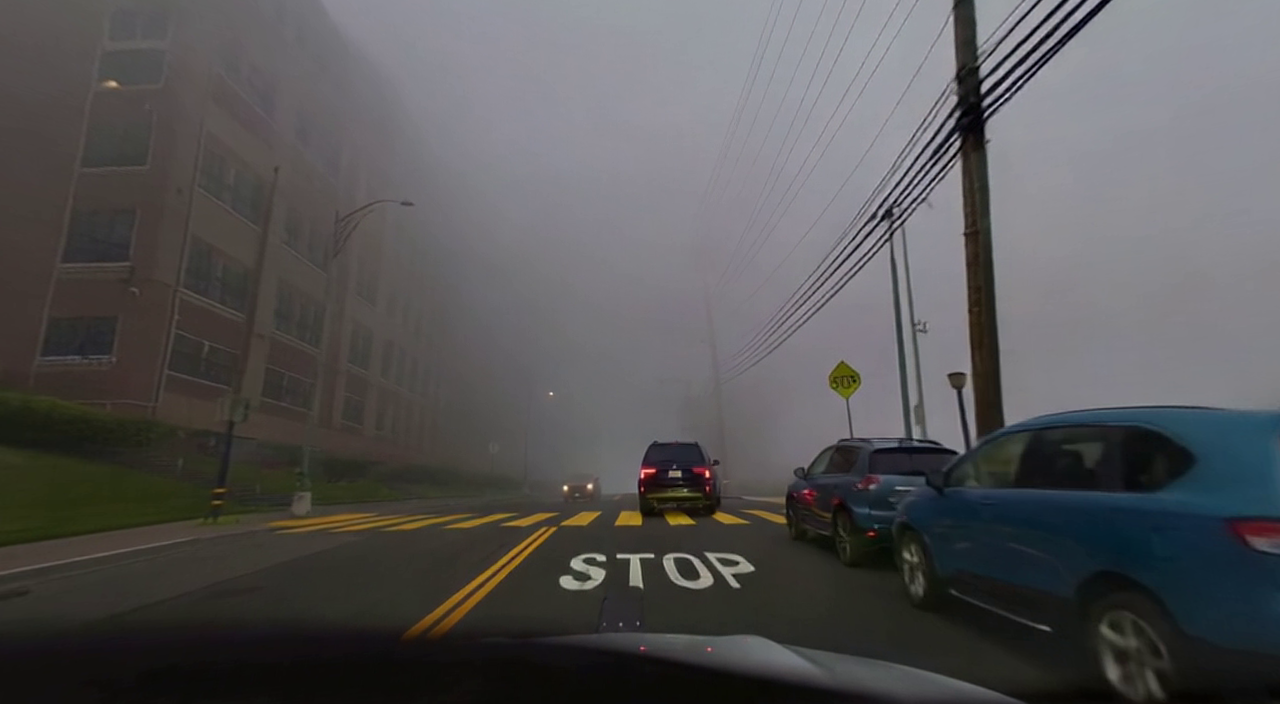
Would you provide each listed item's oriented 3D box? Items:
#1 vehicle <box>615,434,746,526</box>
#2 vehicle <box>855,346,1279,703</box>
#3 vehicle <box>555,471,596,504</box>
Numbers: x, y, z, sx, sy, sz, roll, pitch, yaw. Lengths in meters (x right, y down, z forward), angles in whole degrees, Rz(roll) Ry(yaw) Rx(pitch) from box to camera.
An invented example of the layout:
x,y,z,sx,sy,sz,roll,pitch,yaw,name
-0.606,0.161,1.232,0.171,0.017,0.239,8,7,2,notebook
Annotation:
x,y,z,sx,sy,sz,roll,pitch,yaw,name
1.178,2.909,15.108,2.214,1.789,4.872,-2,-9,14,vehicle
3.267,1.117,4.085,2.039,1.731,4.428,0,-8,-2,vehicle
-3.575,7.573,35.605,1.911,1.563,4.057,0,-8,0,vehicle
